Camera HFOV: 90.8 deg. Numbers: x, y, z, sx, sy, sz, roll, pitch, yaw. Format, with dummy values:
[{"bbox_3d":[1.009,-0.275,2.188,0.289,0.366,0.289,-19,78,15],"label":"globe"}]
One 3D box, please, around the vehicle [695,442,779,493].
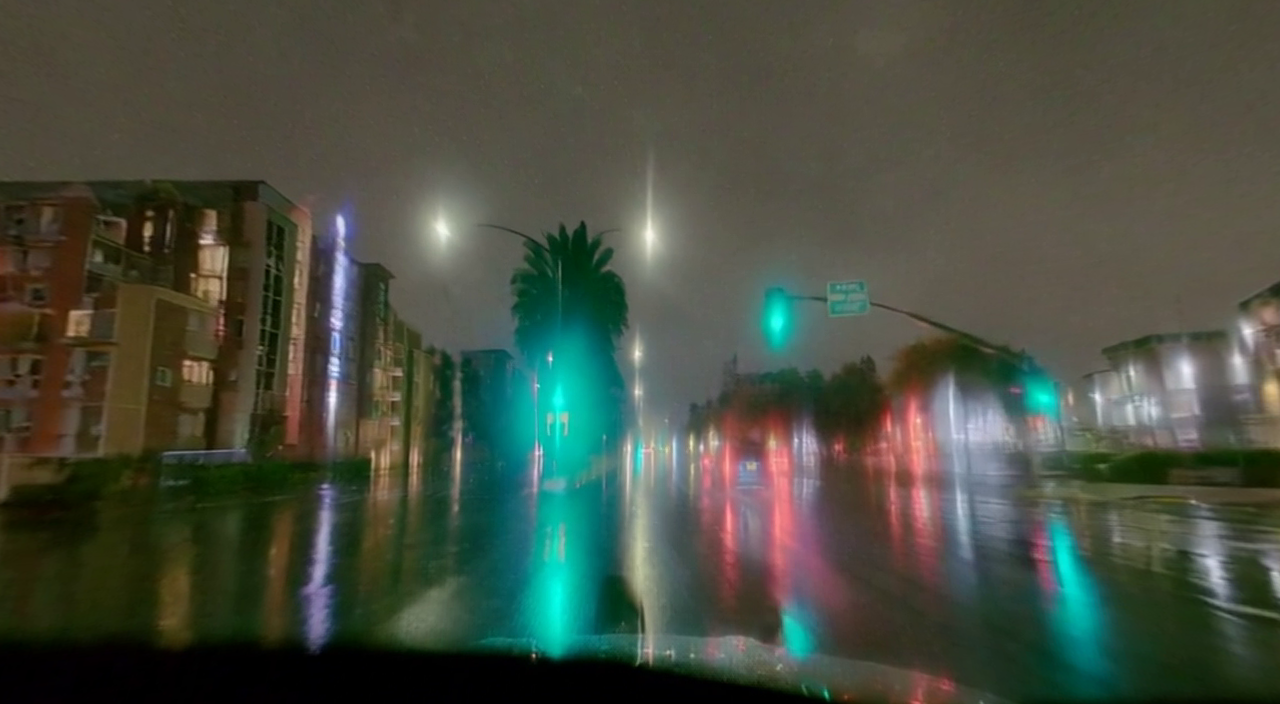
[{"bbox_3d":[3.026,3.695,20.608,1.964,1.448,4.295,0,-9,-1],"label":"vehicle"}]
